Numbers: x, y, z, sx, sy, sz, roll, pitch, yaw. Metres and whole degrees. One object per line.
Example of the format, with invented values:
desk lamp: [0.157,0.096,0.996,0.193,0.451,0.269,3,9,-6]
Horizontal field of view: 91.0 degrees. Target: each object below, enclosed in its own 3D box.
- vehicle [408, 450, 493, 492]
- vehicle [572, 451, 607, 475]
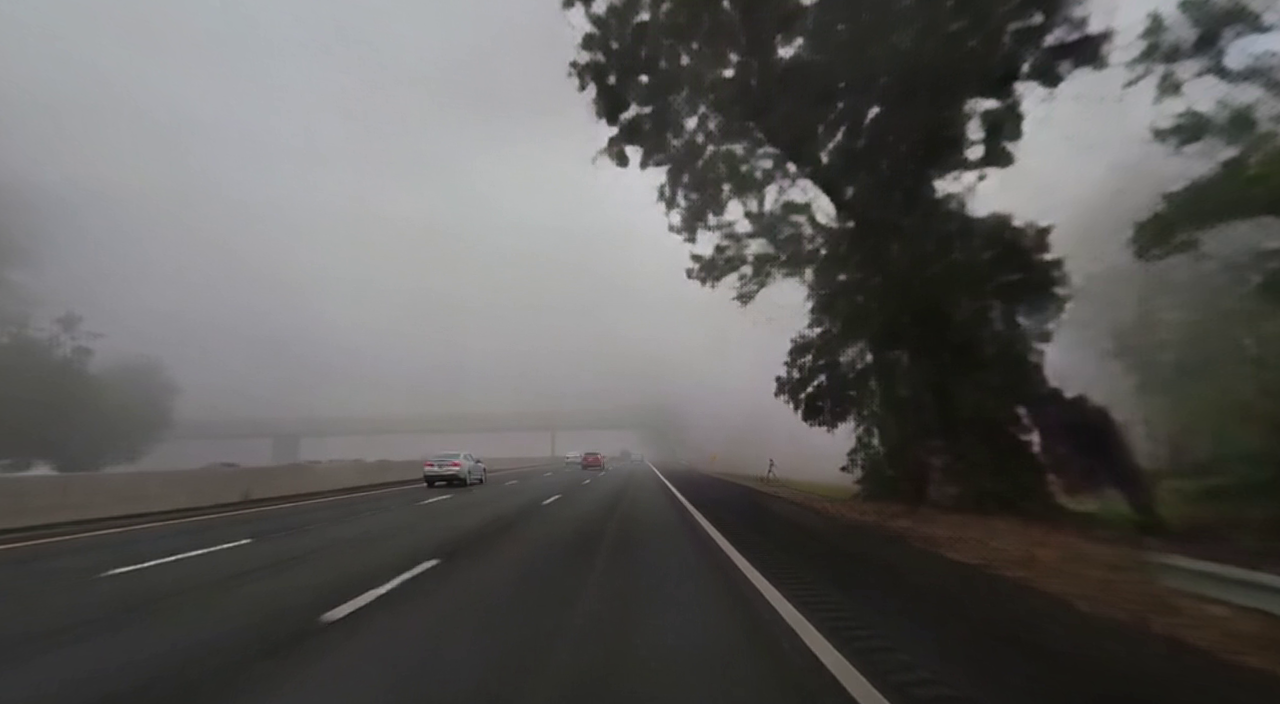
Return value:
vehicle: [-7.567,4.780,25.683,2.002,1.507,4.631,0,-9,1]
vehicle: [-3.572,7.918,45.224,2.102,1.571,4.666,0,-9,0]
